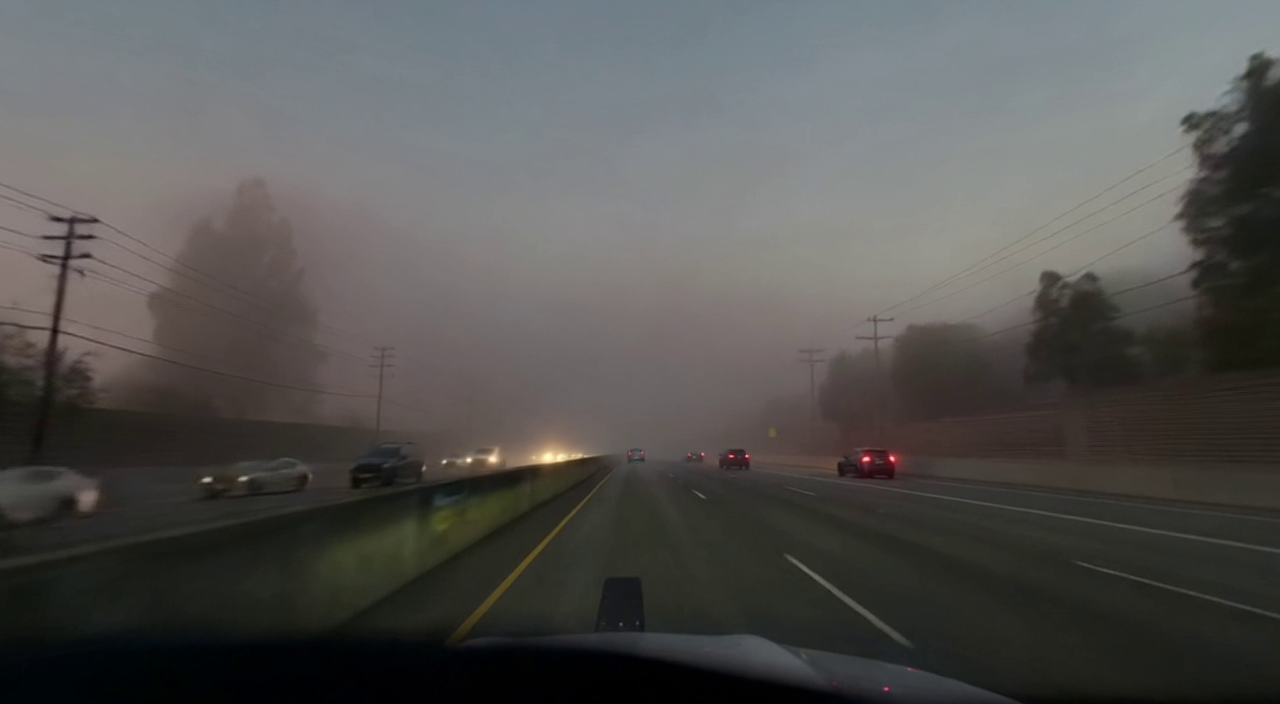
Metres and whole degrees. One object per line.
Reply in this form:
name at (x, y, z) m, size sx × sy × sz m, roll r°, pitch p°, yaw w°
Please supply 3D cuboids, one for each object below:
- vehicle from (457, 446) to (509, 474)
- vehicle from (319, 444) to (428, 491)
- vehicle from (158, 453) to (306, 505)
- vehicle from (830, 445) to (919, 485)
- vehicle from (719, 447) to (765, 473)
vehicle at (-10.035, 6.896, 40.621) m, size 2.170 × 1.635 × 4.356 m, roll 0°, pitch -9°, yaw 1°
vehicle at (-10.061, 4.368, 24.288) m, size 2.225 × 1.643 × 4.403 m, roll 0°, pitch -9°, yaw 1°
vehicle at (-13.303, 4.136, 21.009) m, size 1.999 × 1.460 × 4.390 m, roll 0°, pitch -9°, yaw 0°
vehicle at (9.725, 4.712, 26.654) m, size 1.969 × 1.506 × 4.422 m, roll 0°, pitch -9°, yaw -1°
vehicle at (6.352, 6.805, 39.995) m, size 2.069 × 1.520 × 4.614 m, roll 0°, pitch -9°, yaw -1°
